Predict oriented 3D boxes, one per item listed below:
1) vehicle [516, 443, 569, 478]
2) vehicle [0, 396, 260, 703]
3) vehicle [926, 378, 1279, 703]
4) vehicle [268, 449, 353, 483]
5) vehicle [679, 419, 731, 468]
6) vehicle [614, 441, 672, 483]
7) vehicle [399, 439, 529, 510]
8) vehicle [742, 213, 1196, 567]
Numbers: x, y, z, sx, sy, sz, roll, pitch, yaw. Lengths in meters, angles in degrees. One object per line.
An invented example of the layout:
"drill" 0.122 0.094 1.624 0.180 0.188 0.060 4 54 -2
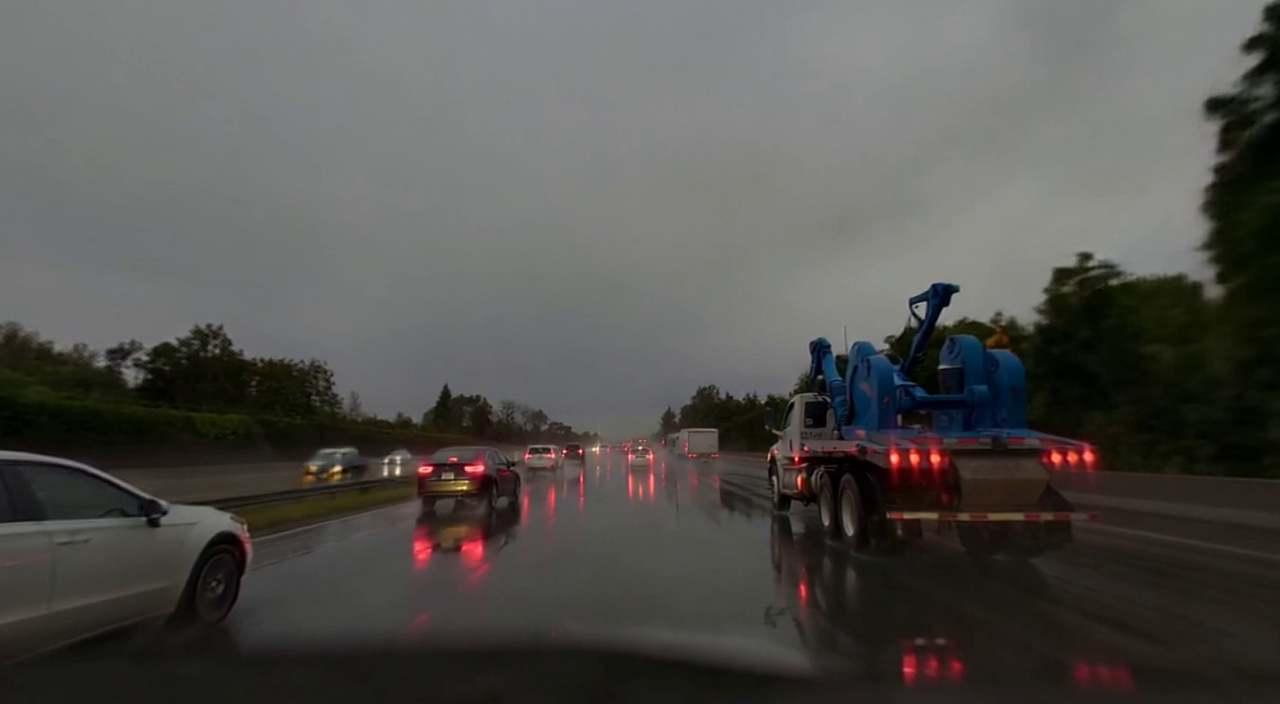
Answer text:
"vehicle" -4.570 5.150 30.006 1.858 1.527 3.974 0 -9 0
"vehicle" -4.173 1.009 3.105 1.978 1.556 4.119 0 -9 0
"vehicle" 4.054 0.981 3.032 2.599 1.631 5.693 0 -9 -1
"vehicle" -16.483 5.674 31.601 1.932 1.563 4.305 0 -9 0
"vehicle" 4.010 5.898 40.108 2.416 2.829 7.016 0 -9 -2
"vehicle" 0.078 4.385 25.229 2.150 1.498 3.988 0 -9 -1
"vehicle" -4.233 3.008 15.934 1.880 1.507 4.757 0 -9 1
"vehicle" 3.943 0.958 10.581 2.975 3.618 8.456 0 -9 0
